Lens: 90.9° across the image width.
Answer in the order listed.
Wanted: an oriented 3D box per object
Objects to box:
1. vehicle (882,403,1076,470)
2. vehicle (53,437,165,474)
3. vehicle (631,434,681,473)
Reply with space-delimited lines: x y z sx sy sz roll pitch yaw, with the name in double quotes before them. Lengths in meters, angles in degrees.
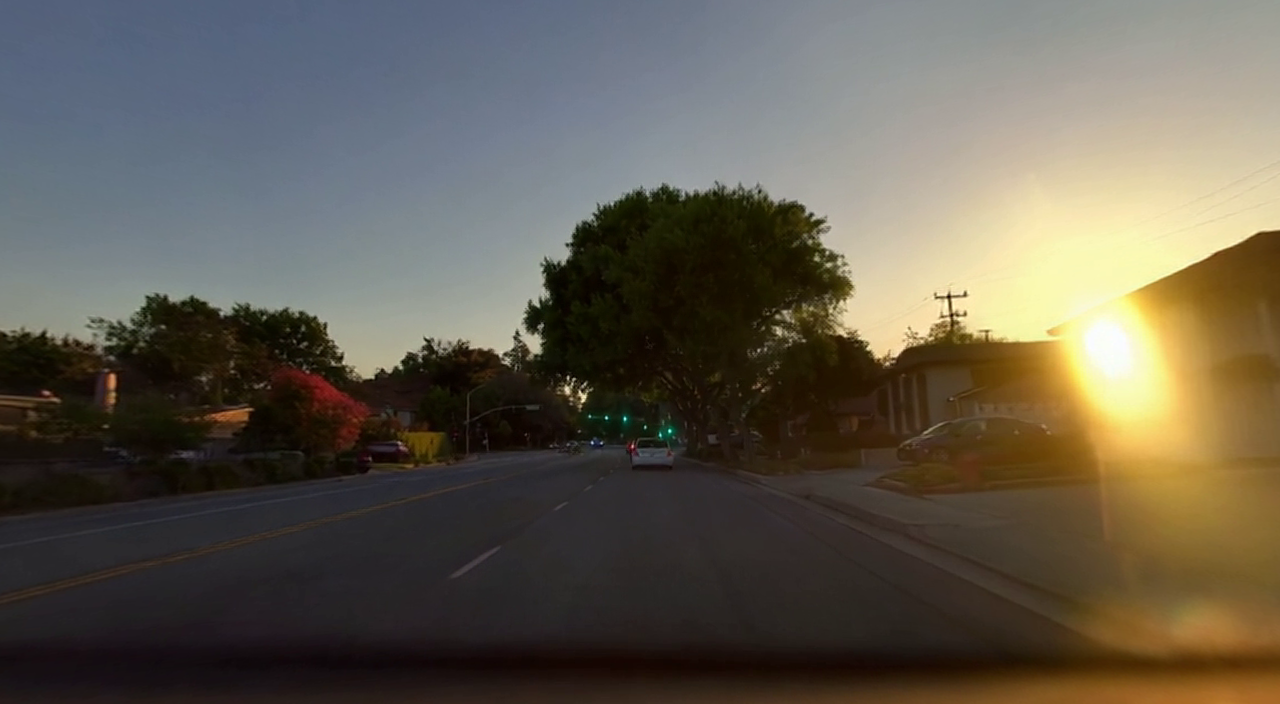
"vehicle" 10.288 2.611 19.400 4.746 1.485 1.916 -6 -8 0
"vehicle" -28.372 5.487 33.666 5.100 1.864 2.490 -4 -9 25
"vehicle" 0.684 4.563 28.342 2.088 1.607 3.903 0 -9 1
